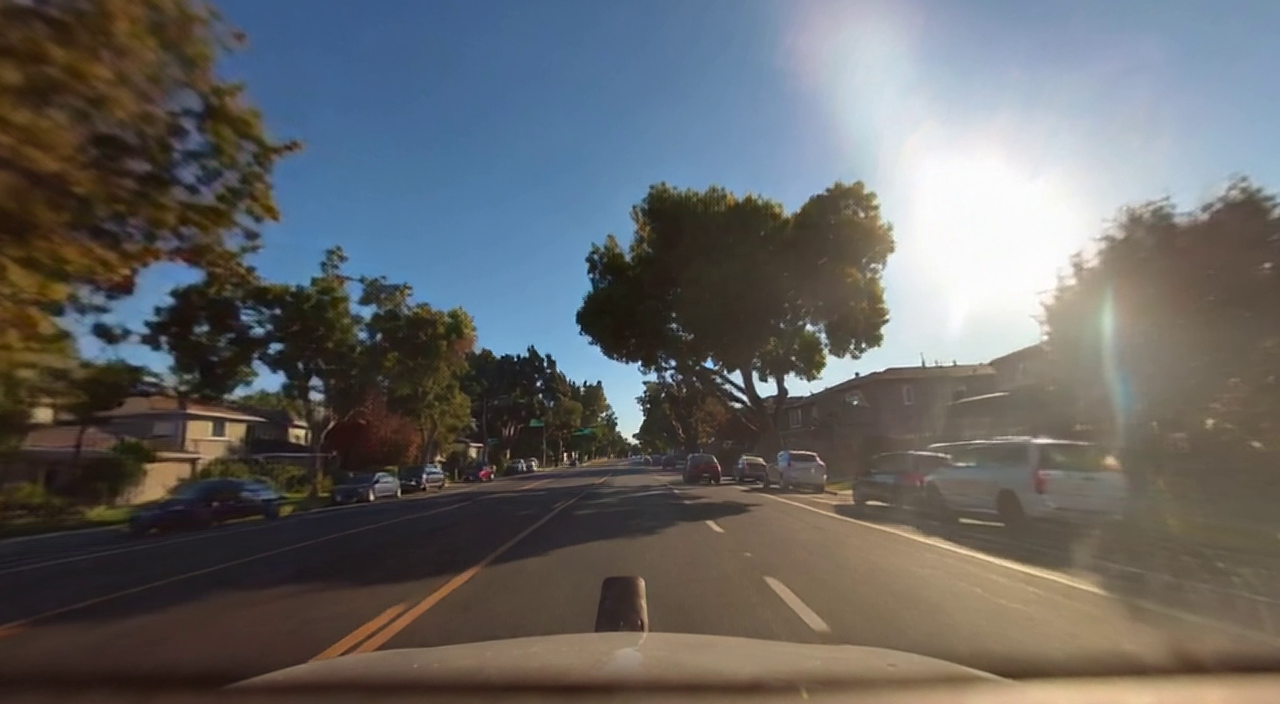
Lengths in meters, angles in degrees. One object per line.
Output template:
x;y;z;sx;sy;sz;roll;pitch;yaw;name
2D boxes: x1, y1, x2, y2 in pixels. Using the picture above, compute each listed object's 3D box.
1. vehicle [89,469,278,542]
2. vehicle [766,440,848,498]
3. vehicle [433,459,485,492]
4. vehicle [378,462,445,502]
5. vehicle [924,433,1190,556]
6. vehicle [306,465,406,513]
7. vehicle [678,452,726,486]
-11.736;3.931;16.713;1.809;1.476;4.423;0;-8;-3;vehicle
7.213;5.087;27.942;2.081;2.286;4.941;0;-8;-2;vehicle
-11.536;7.859;40.587;2.049;1.848;4.693;0;-8;-1;vehicle
-11.652;6.619;32.513;1.921;1.770;4.265;0;-8;-1;vehicle
7.534;2.552;12.177;1.873;1.867;4.673;0;-8;0;vehicle
-11.813;5.691;26.729;1.888;1.668;5.052;0;-8;0;vehicle
3.232;6.176;33.768;1.951;1.620;4.582;0;-8;-2;vehicle
